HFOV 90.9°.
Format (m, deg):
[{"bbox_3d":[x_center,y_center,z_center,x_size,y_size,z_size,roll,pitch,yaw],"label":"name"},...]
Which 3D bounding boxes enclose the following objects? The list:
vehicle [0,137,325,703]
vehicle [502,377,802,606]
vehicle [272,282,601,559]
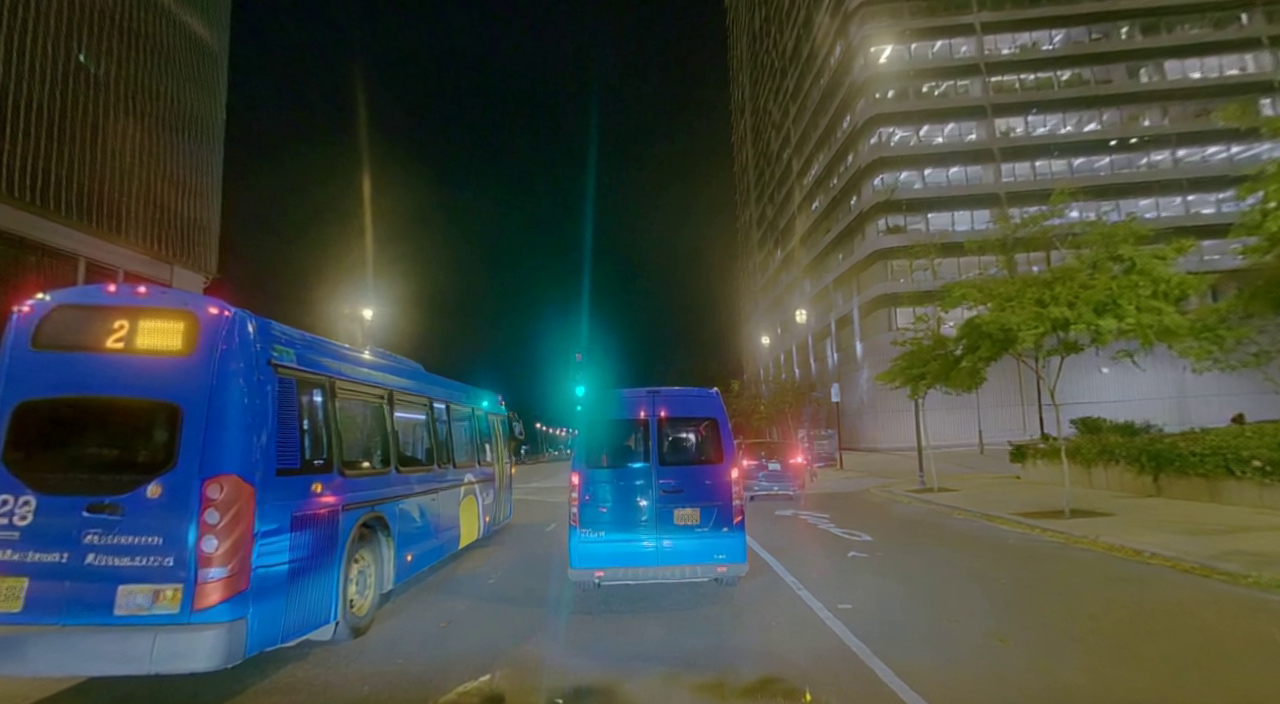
[{"bbox_3d":[-2.745,0.323,0.201,2.329,2.089,5.659,0,-9,0],"label":"vehicle"},{"bbox_3d":[0.131,1.501,7.518,2.500,1.912,4.270,0,-9,1],"label":"vehicle"},{"bbox_3d":[-2.898,1.843,14.639,3.042,3.445,13.615,0,-9,0],"label":"vehicle"}]
